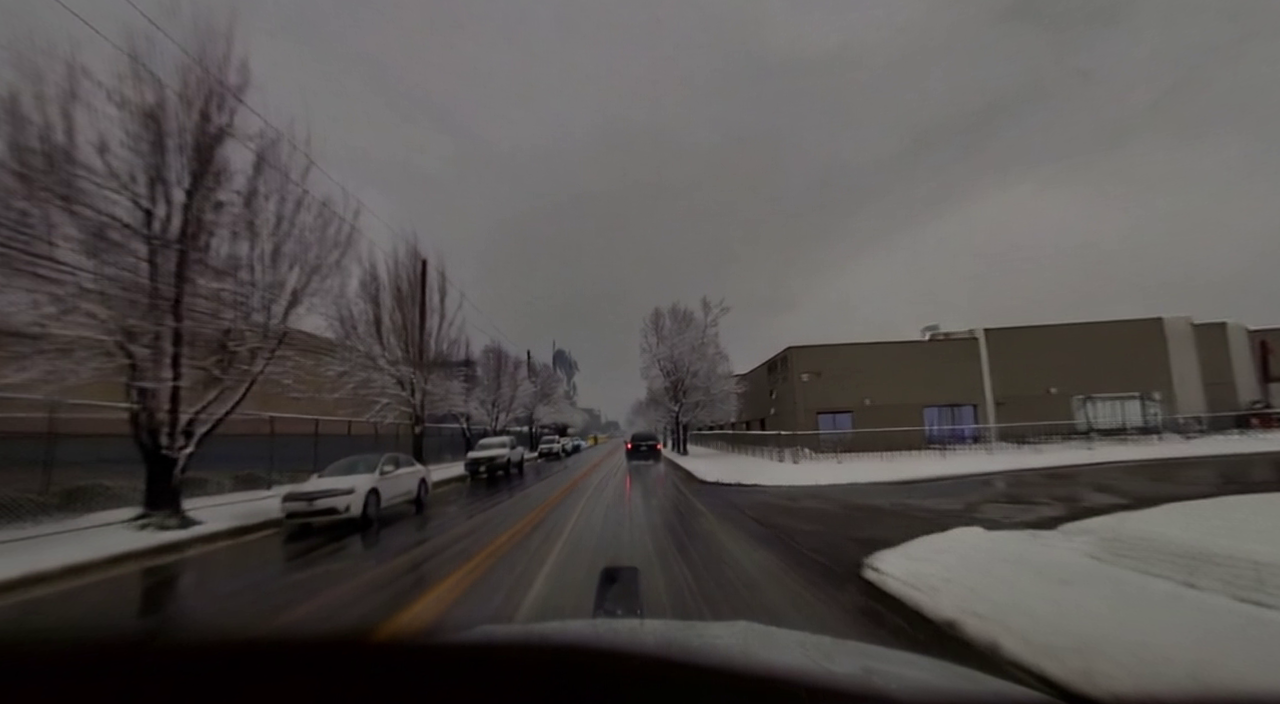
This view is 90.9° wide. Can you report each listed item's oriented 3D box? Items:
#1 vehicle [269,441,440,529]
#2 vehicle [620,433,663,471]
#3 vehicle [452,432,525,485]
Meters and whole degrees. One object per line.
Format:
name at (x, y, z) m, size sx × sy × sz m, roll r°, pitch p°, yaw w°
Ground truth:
vehicle at (-5.968, 2.835, 13.809) m, size 1.938 × 1.500 × 4.130 m, roll -3°, pitch -10°, yaw -2°
vehicle at (0.068, 5.303, 33.580) m, size 2.152 × 1.874 × 4.042 m, roll 0°, pitch -8°, yaw -1°
vehicle at (-6.543, 4.687, 27.787) m, size 2.005 × 1.989 × 4.929 m, roll -3°, pitch -9°, yaw 0°
